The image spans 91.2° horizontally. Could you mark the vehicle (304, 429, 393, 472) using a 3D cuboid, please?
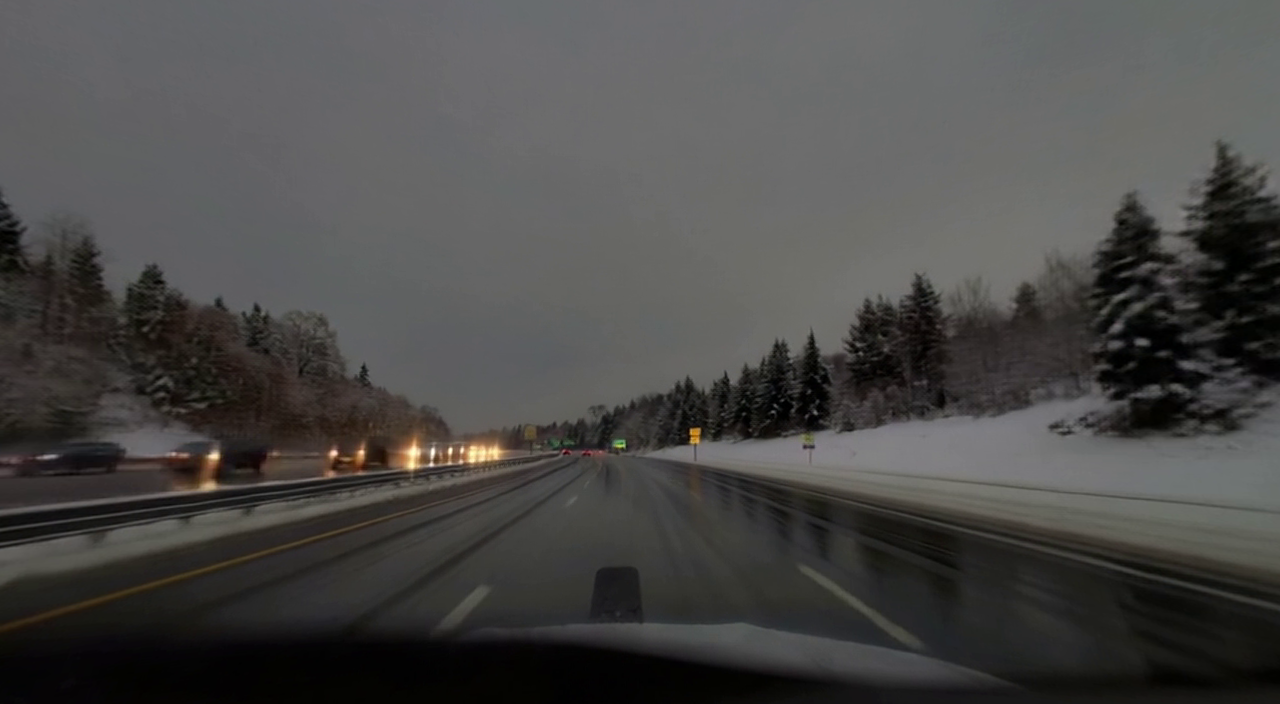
[{"bbox_3d":[-15.231,5.225,33.195,2.201,2.054,5.510,0,-9,-2],"label":"vehicle"}]

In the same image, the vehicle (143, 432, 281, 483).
[{"bbox_3d":[-14.713,3.658,21.896,1.865,1.563,4.196,0,-9,0],"label":"vehicle"}]

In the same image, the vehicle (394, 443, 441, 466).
[{"bbox_3d":[-16.117,7.438,45.560,1.906,1.558,4.561,0,-9,-3],"label":"vehicle"}]

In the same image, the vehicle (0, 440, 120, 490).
[{"bbox_3d":[-20.389,3.744,20.981,1.893,1.472,4.785,0,-9,-1],"label":"vehicle"}]
